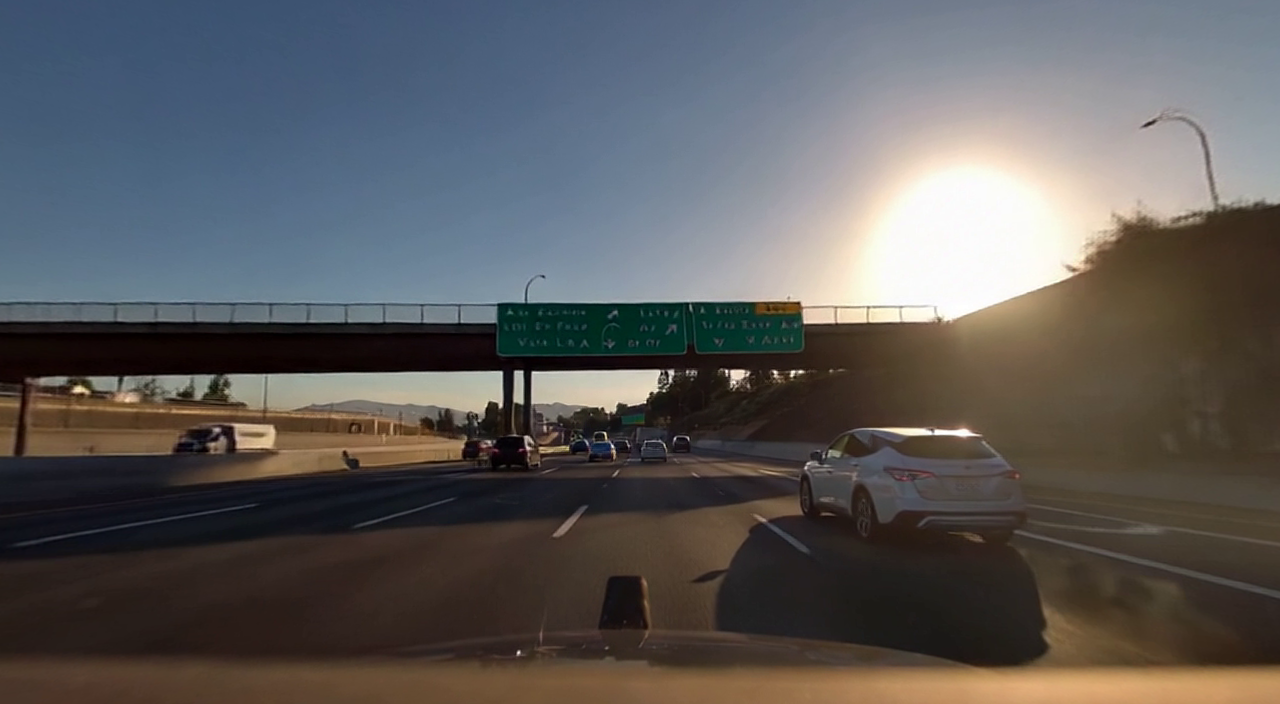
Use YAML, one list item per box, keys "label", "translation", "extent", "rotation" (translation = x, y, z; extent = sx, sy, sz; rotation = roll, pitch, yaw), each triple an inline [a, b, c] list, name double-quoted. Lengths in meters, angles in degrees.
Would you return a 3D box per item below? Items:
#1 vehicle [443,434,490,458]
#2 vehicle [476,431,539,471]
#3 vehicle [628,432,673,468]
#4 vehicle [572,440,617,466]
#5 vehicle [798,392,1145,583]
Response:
- label: "vehicle"
  translation: [-12.963, 7.091, 47.495]
  extent: [2.076, 1.701, 5.093]
  rotation: [0, -8, 0]
- label: "vehicle"
  translation: [-5.985, 4.518, 29.020]
  extent: [1.946, 1.688, 4.019]
  rotation: [0, -8, 1]
- label: "vehicle"
  translation: [0.561, 5.030, 32.445]
  extent: [2.133, 1.739, 3.925]
  rotation: [0, -8, 1]
- label: "vehicle"
  translation: [-2.525, 5.768, 36.246]
  extent: [2.205, 1.406, 4.286]
  rotation: [0, -8, 1]
- label: "vehicle"
  translation: [3.784, 1.638, 8.456]
  extent: [2.083, 1.823, 4.627]
  rotation: [0, -8, 0]
